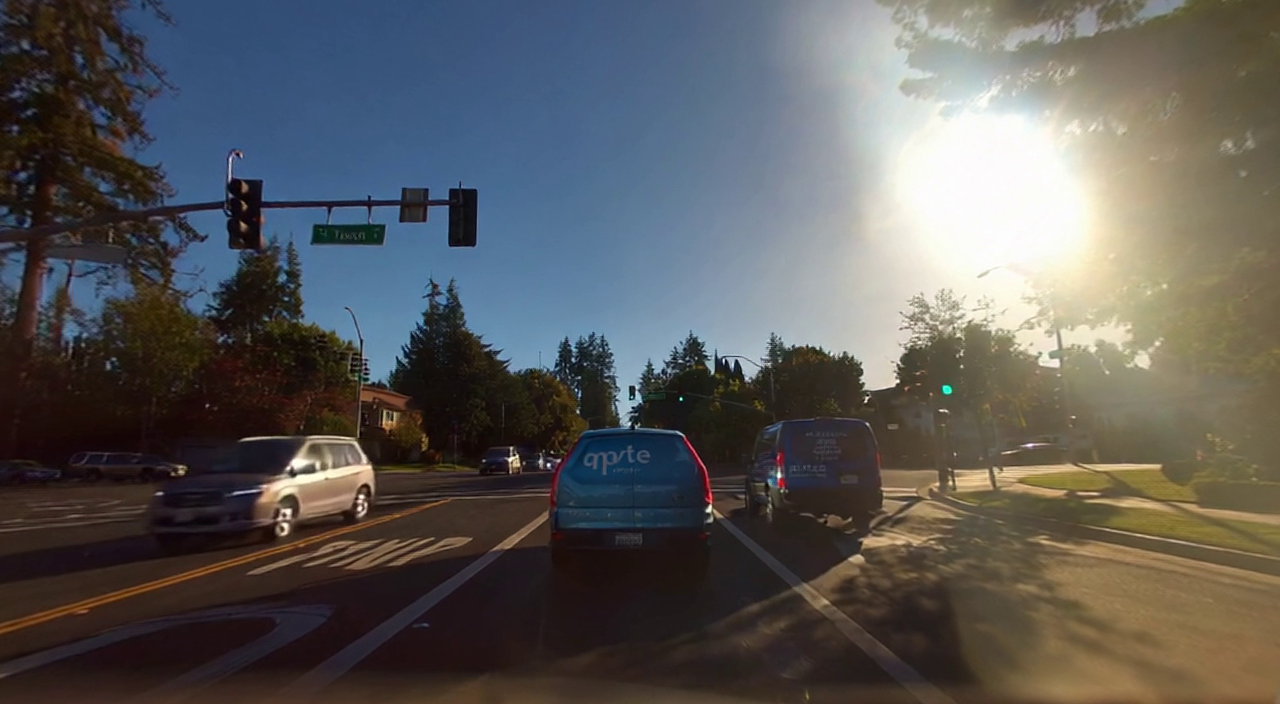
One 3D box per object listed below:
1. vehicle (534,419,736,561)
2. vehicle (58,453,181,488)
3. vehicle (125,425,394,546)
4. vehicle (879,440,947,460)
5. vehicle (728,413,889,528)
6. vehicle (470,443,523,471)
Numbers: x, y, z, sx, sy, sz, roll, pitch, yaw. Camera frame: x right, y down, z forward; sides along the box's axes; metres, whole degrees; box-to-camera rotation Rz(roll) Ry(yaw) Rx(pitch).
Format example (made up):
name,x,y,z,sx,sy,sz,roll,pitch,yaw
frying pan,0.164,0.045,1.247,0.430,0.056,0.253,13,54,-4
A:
name,x,y,z,sx,sy,sz,roll,pitch,yaw
vehicle,-0.066,1.923,9.502,2.321,1.624,4.367,0,-8,0
vehicle,-25.268,5.754,30.618,4.073,1.603,1.920,1,-9,-8
vehicle,-6.615,2.343,11.781,2.070,1.775,4.703,0,-8,0
vehicle,20.843,7.520,48.033,4.377,1.483,1.801,1,-9,-7
vehicle,3.141,2.314,12.793,2.059,1.924,4.257,0,-8,0
vehicle,-9.753,7.206,43.219,2.394,1.815,4.818,0,-8,2
